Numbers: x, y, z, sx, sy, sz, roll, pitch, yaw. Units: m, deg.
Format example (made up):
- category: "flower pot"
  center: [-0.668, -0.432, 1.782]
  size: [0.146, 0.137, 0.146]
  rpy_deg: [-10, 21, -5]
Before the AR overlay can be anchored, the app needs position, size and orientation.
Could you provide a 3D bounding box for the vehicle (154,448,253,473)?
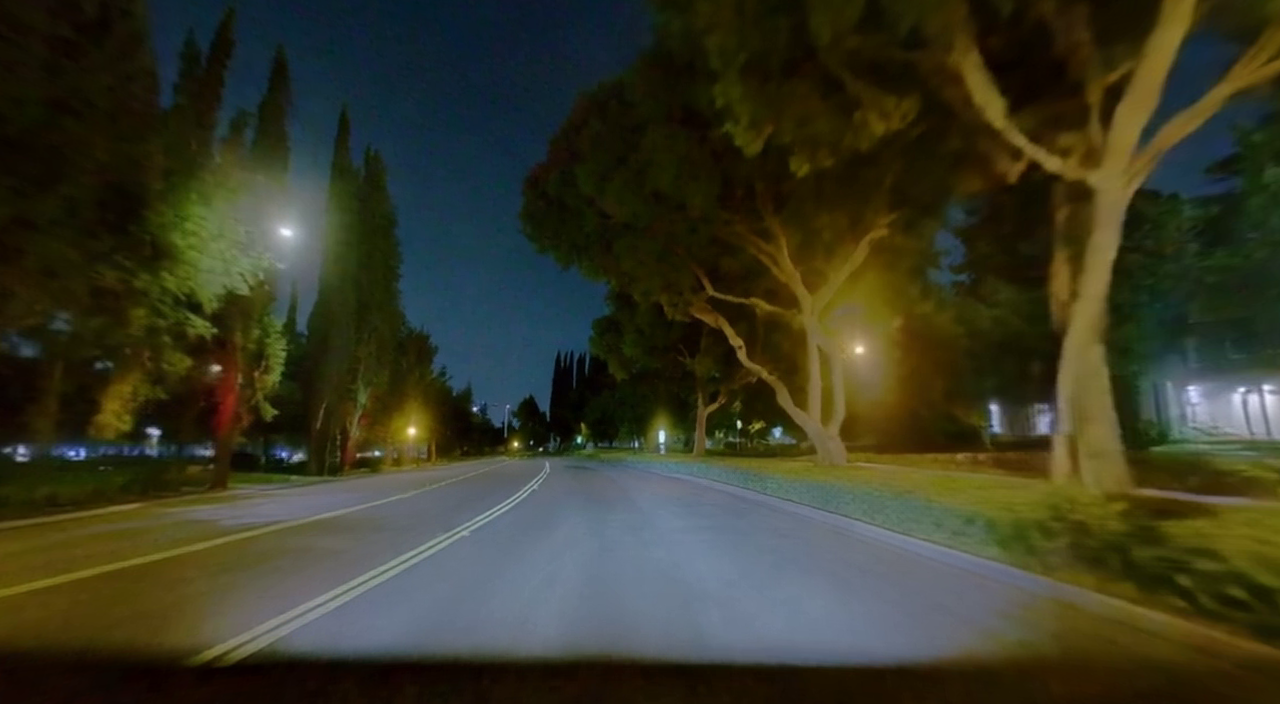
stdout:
- category: "vehicle"
  center: [-26.754, 6.657, 38.876]
  size: [4.527, 1.441, 2.024]
  rpy_deg: [1, -8, -5]
